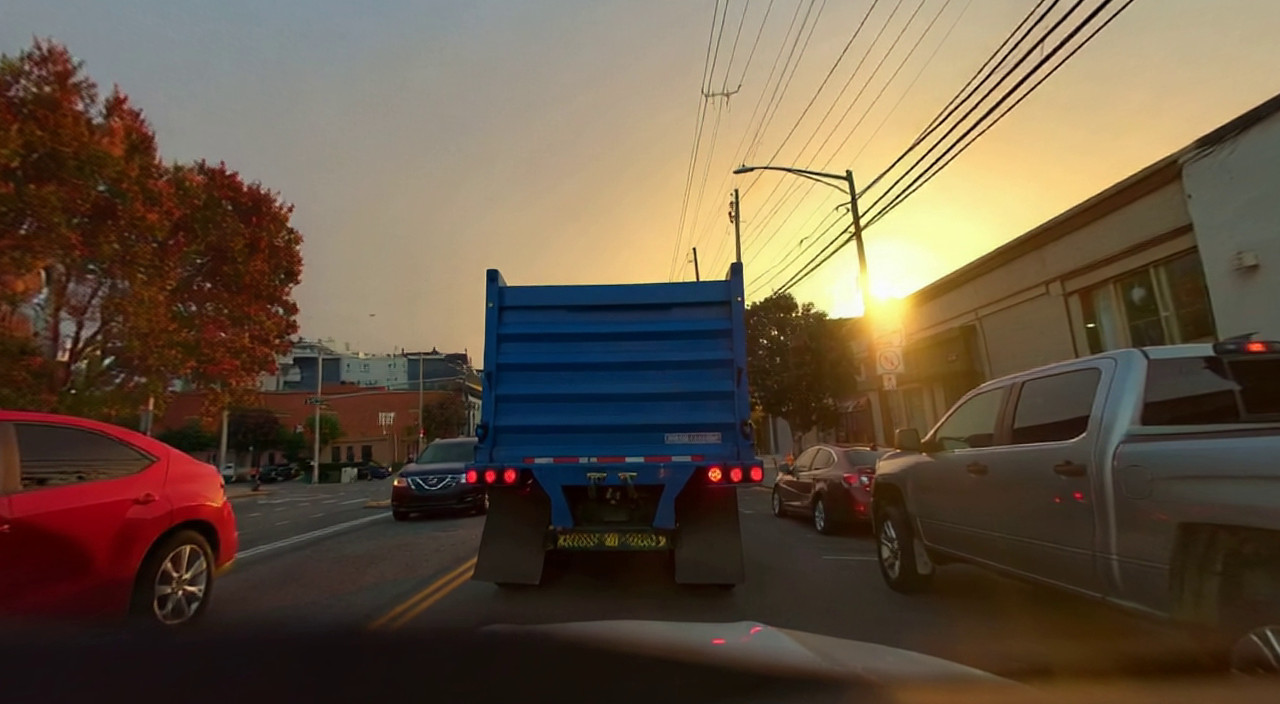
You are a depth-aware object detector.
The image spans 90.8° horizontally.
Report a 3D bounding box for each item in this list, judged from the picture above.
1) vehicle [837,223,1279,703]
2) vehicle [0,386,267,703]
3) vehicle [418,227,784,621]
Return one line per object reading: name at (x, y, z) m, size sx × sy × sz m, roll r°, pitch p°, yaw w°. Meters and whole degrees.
vehicle at (3.235, 0.843, 3.860) m, size 2.242 × 1.979 × 5.722 m, roll 0°, pitch -8°, yaw 1°
vehicle at (-4.121, 0.982, 2.934) m, size 1.988 × 1.657 × 4.492 m, roll 0°, pitch -8°, yaw 0°
vehicle at (-0.219, 1.132, 9.271) m, size 2.878 × 3.204 × 8.244 m, roll 0°, pitch -8°, yaw 1°
